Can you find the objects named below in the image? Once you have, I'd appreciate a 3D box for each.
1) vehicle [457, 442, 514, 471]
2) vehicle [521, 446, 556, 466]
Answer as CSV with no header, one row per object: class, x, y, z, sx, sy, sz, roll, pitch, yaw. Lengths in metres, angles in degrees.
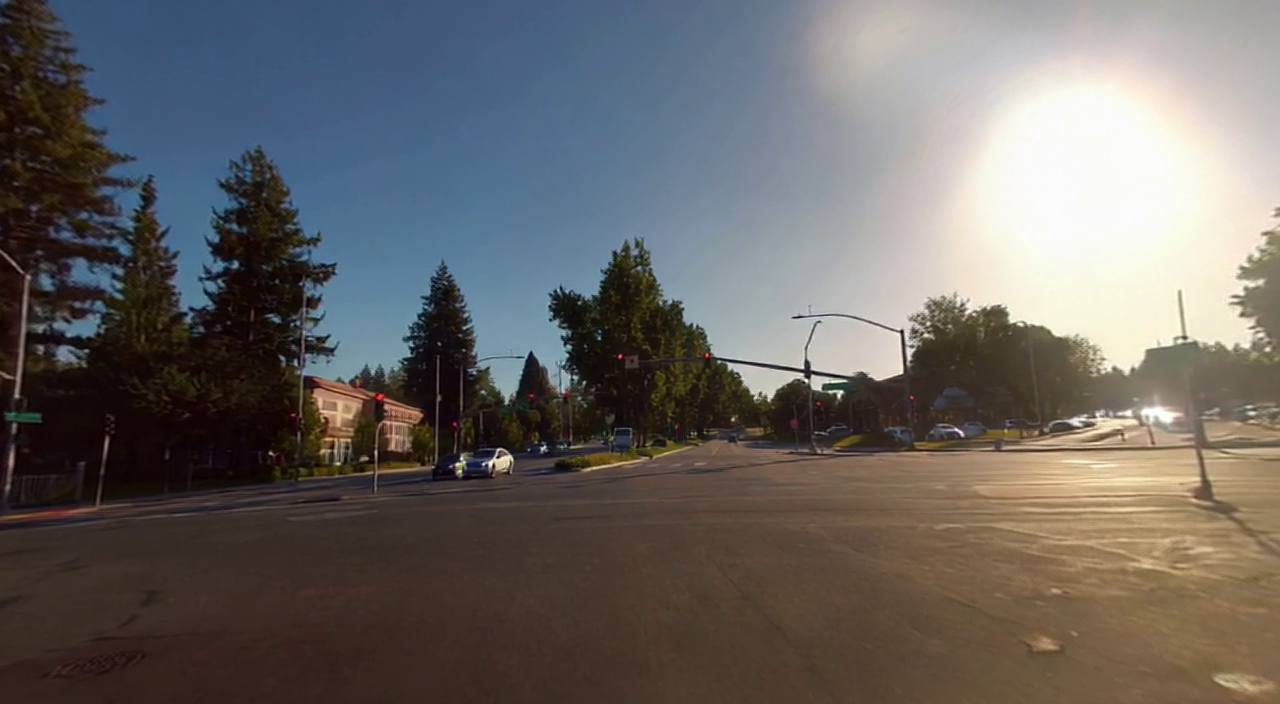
vehicle,-11.481,7.794,47.505,2.557,2.015,5.959,0,-8,2
vehicle,-7.896,8.150,49.606,2.049,1.439,4.103,0,-8,0
